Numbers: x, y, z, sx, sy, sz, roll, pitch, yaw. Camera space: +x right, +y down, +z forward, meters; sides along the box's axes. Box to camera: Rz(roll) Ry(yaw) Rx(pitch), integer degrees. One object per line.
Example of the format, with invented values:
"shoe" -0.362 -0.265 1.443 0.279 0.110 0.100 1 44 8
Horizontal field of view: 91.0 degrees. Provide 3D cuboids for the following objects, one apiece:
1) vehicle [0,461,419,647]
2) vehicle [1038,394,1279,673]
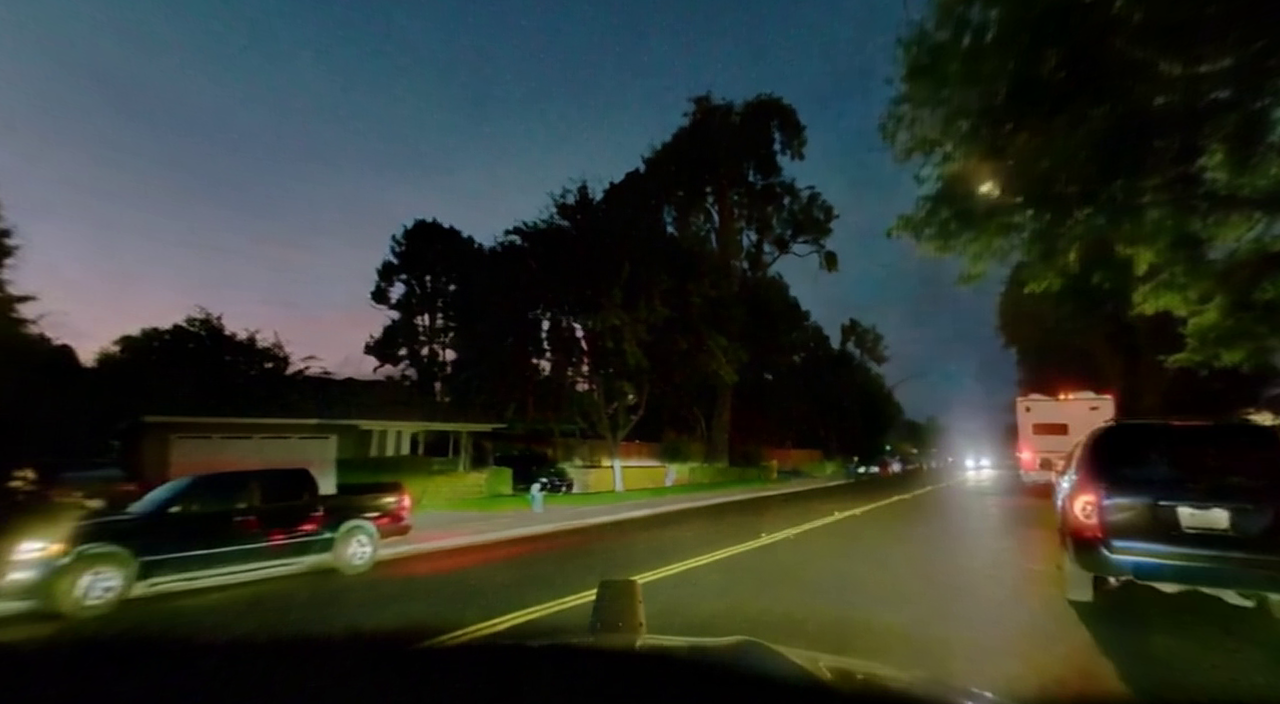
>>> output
"vehicle" -5.275 2.159 7.772 1.816 1.489 4.653 -5 -10 30
"vehicle" 5.547 1.492 6.600 2.182 1.785 5.726 -4 -8 32
